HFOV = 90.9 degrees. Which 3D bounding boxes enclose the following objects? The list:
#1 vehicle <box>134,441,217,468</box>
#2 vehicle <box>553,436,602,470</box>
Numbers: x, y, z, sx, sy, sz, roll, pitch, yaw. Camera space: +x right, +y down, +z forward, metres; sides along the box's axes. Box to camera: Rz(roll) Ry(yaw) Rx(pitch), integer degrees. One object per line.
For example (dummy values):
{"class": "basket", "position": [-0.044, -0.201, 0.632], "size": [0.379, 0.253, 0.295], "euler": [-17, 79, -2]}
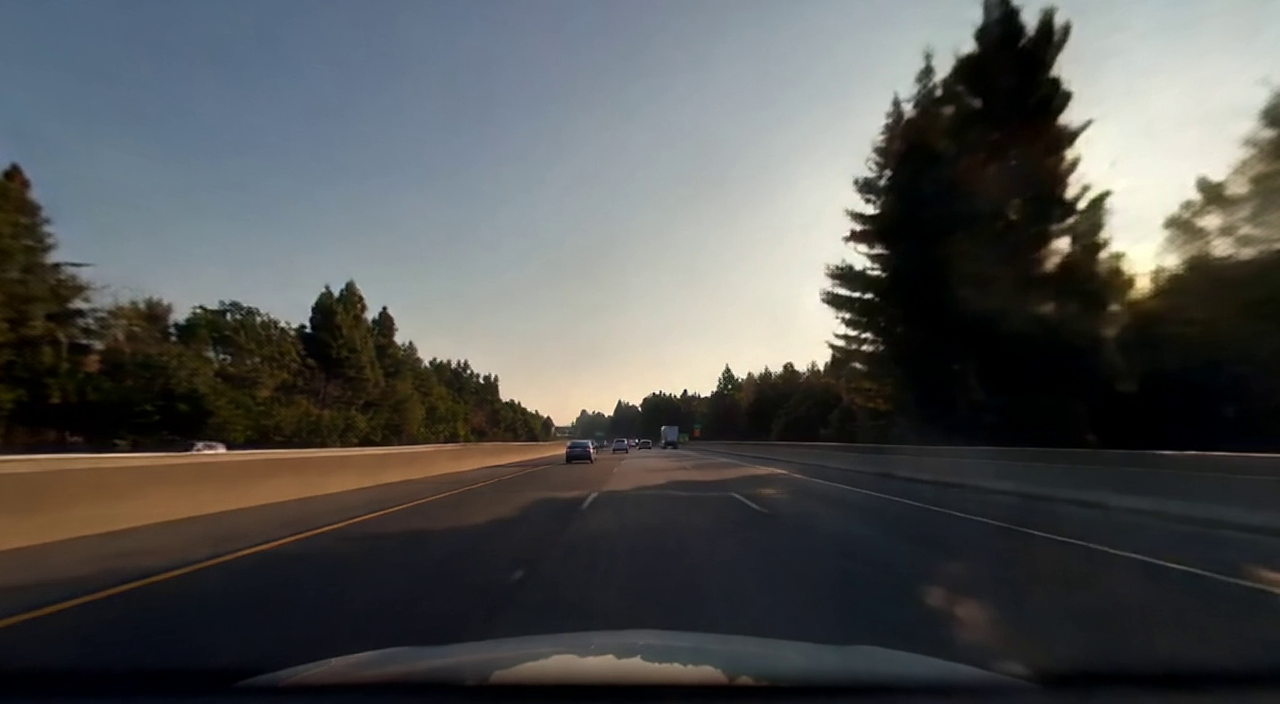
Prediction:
{"class": "vehicle", "position": [-32.156, 7.078, 43.876], "size": [1.901, 1.713, 5.070], "euler": [-1, -7, 0]}
{"class": "vehicle", "position": [-3.058, 5.052, 31.633], "size": [2.025, 1.571, 3.662], "euler": [0, -9, 1]}
